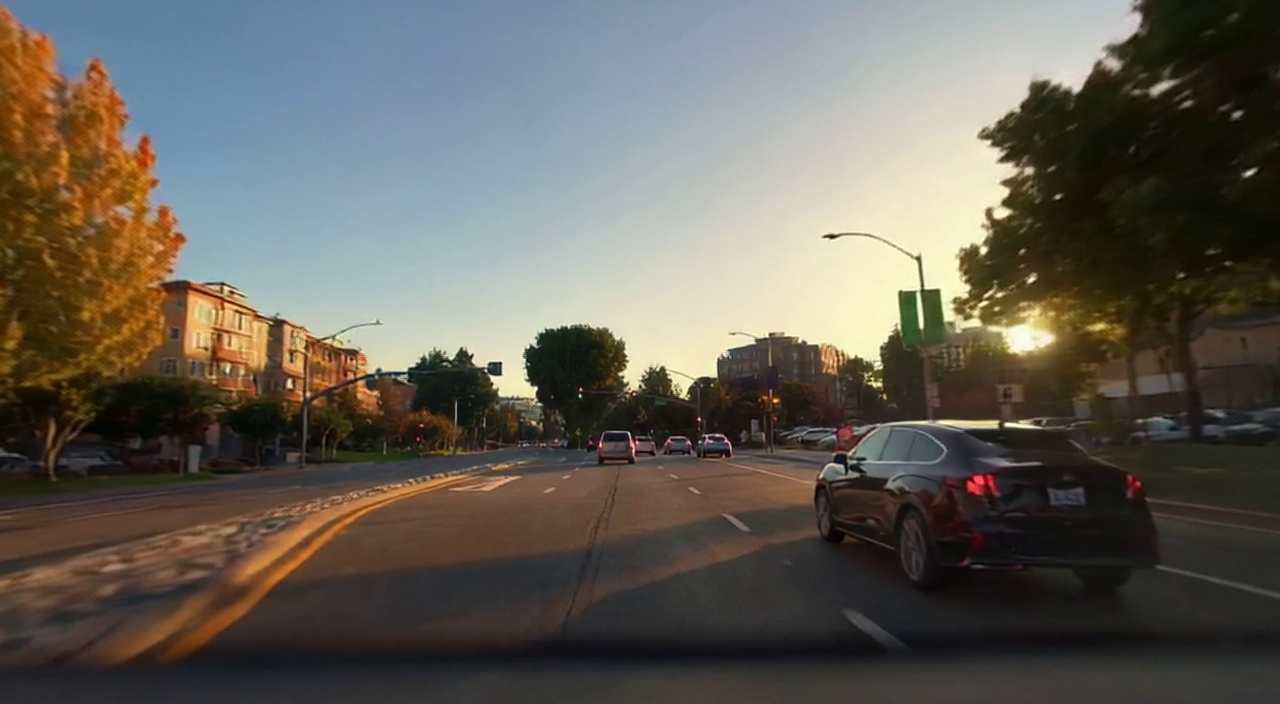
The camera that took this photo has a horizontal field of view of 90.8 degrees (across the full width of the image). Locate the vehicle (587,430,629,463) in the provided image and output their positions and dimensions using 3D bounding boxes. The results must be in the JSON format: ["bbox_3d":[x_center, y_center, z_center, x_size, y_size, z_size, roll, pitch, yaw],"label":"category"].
[{"bbox_3d":[-1.744,5.053,33.930,2.101,1.641,4.341,1,-8,-3],"label":"vehicle"}]

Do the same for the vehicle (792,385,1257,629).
[{"bbox_3d":[3.232,1.387,6.754,1.893,1.664,4.670,0,-8,-2],"label":"vehicle"}]

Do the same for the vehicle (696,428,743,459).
[{"bbox_3d":[5.230,6.114,42.372,2.052,1.886,5.297,1,-8,-4],"label":"vehicle"}]
